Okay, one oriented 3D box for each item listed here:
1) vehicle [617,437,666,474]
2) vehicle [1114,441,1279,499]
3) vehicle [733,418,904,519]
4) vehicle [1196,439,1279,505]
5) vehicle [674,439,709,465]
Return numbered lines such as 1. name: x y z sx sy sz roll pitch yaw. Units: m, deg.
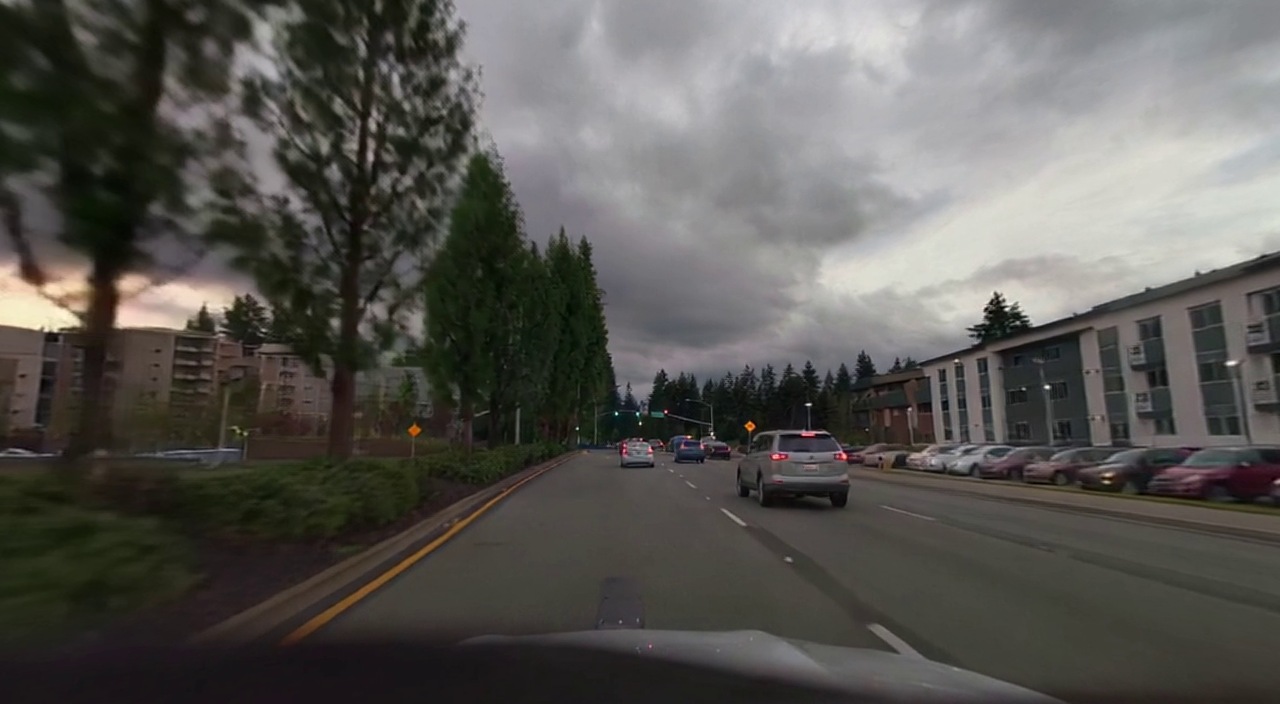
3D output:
1. vehicle: 0.020 4.878 29.936 2.145 1.572 4.021 0 -9 -1
2. vehicle: 17.400 3.625 19.753 4.287 1.616 2.089 3 -10 -22
3. vehicle: 3.587 2.473 13.886 2.235 1.806 4.818 0 -9 -1
4. vehicle: 17.271 3.203 17.072 3.591 1.628 1.988 4 -10 -27
5. vehicle: 3.508 6.889 43.665 1.976 1.725 4.159 0 -9 -1
